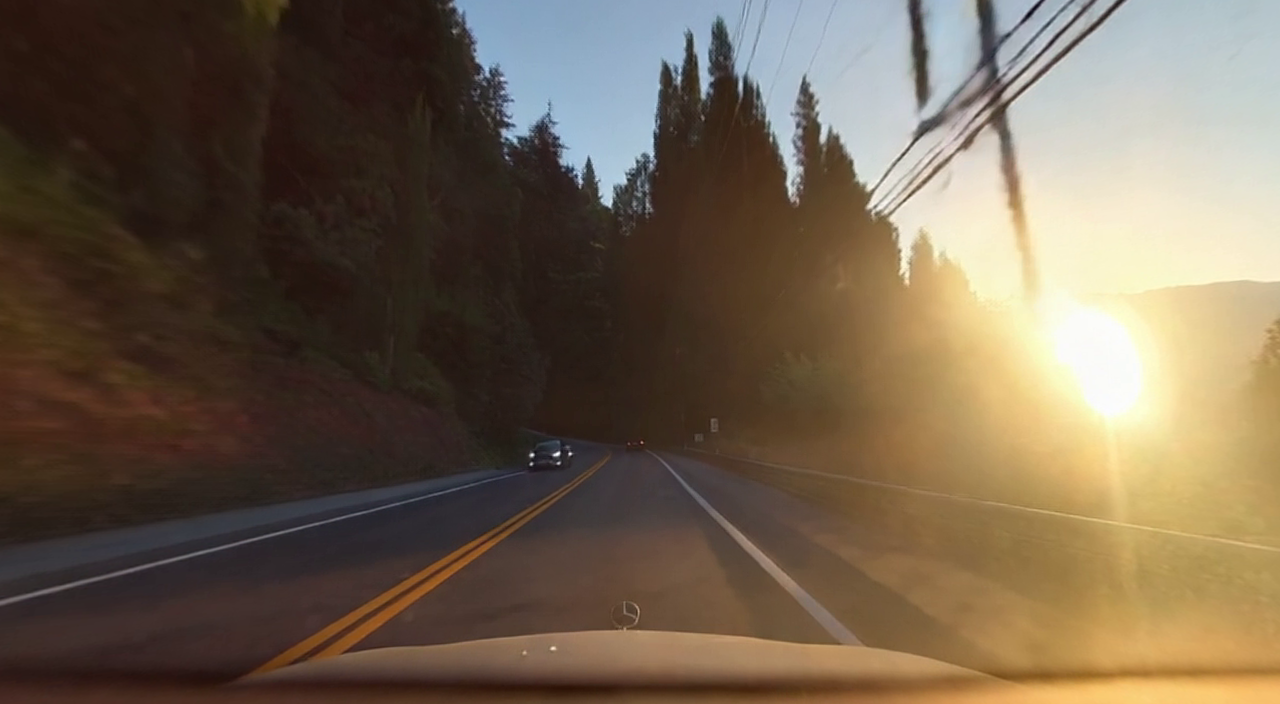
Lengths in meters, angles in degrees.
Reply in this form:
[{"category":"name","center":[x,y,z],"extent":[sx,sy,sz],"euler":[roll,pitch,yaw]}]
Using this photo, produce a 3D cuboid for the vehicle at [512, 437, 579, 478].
[{"category":"vehicle","center":[-4.428,5.075,30.750],"extent":[2.172,1.744,6.543],"euler":[-1,-8,1]}]
